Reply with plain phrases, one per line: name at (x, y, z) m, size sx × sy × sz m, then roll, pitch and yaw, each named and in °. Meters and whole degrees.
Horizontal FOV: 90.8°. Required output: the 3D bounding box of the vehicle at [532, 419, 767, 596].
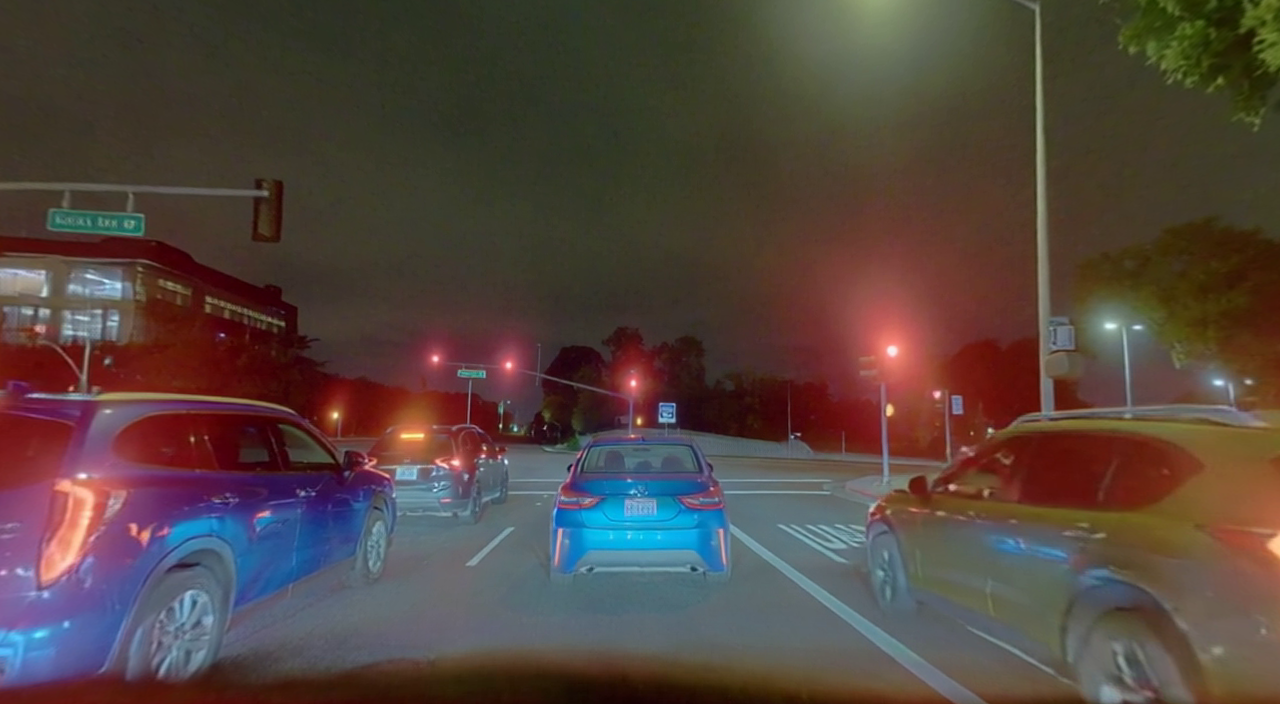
vehicle at (-0.050, 1.650, 7.661) m, size 2.001 × 1.483 × 4.442 m, roll 0°, pitch -8°, yaw -3°

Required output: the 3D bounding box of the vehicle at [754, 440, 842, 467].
vehicle at (9.523, 6.147, 38.270) m, size 4.737 × 1.572 × 2.026 m, roll 0°, pitch -8°, yaw -3°

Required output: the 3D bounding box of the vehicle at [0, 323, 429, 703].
vehicle at (-3.174, 1.063, 4.564) m, size 1.924 × 1.737 × 4.387 m, roll 0°, pitch -8°, yaw -2°

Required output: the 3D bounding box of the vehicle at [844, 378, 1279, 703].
vehicle at (3.195, 1.113, 3.924) m, size 2.100 × 1.524 × 4.746 m, roll 0°, pitch -8°, yaw -2°

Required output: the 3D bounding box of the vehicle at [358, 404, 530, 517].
vehicle at (-3.943, 2.322, 14.012) m, size 2.305 × 1.984 × 5.586 m, roll 0°, pitch -8°, yaw -3°
